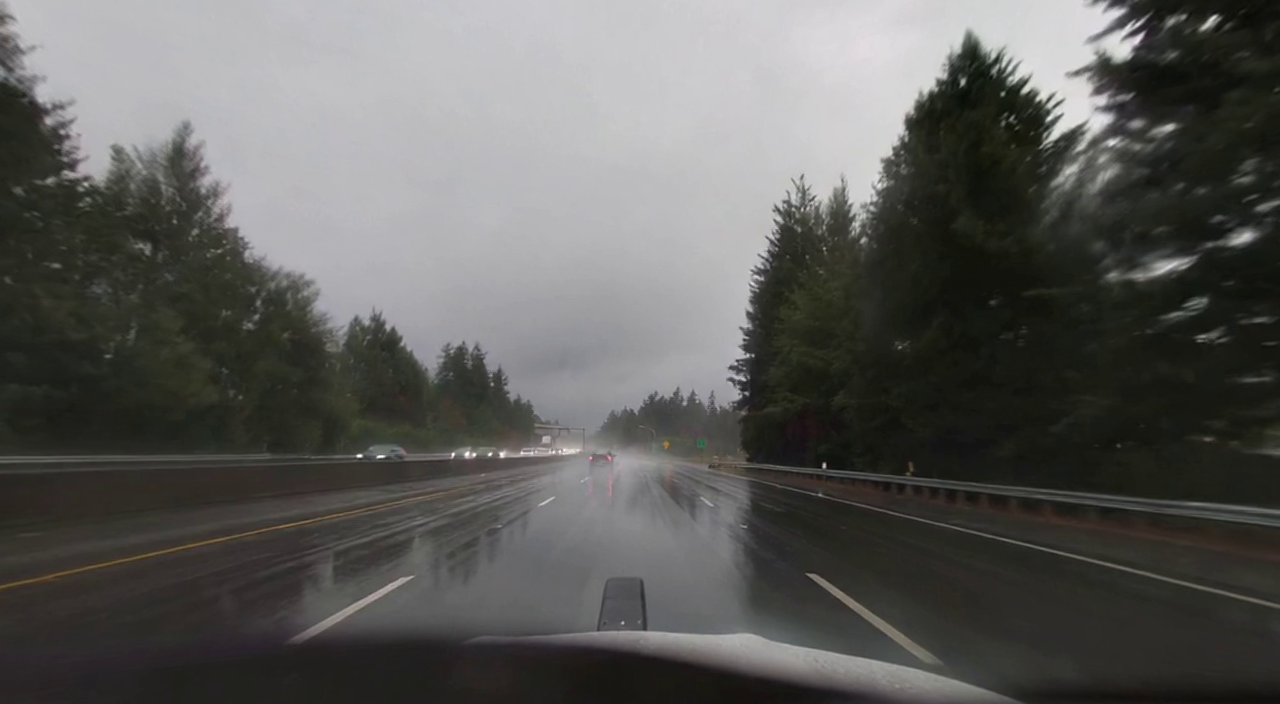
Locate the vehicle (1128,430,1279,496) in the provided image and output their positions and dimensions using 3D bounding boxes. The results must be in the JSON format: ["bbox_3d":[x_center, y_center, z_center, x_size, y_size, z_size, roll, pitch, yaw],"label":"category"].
[{"bbox_3d":[31.015,5.965,34.346,2.664,3.200,7.119,0,-9,-4],"label":"vehicle"}]

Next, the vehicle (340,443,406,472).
[{"bbox_3d":[-14.871,5.907,35.311,1.945,1.509,3.839,0,-9,0],"label":"vehicle"}]

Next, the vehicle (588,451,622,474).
[{"bbox_3d":[-2.365,7.570,43.445,2.011,1.468,3.883,0,-9,1],"label":"vehicle"}]
